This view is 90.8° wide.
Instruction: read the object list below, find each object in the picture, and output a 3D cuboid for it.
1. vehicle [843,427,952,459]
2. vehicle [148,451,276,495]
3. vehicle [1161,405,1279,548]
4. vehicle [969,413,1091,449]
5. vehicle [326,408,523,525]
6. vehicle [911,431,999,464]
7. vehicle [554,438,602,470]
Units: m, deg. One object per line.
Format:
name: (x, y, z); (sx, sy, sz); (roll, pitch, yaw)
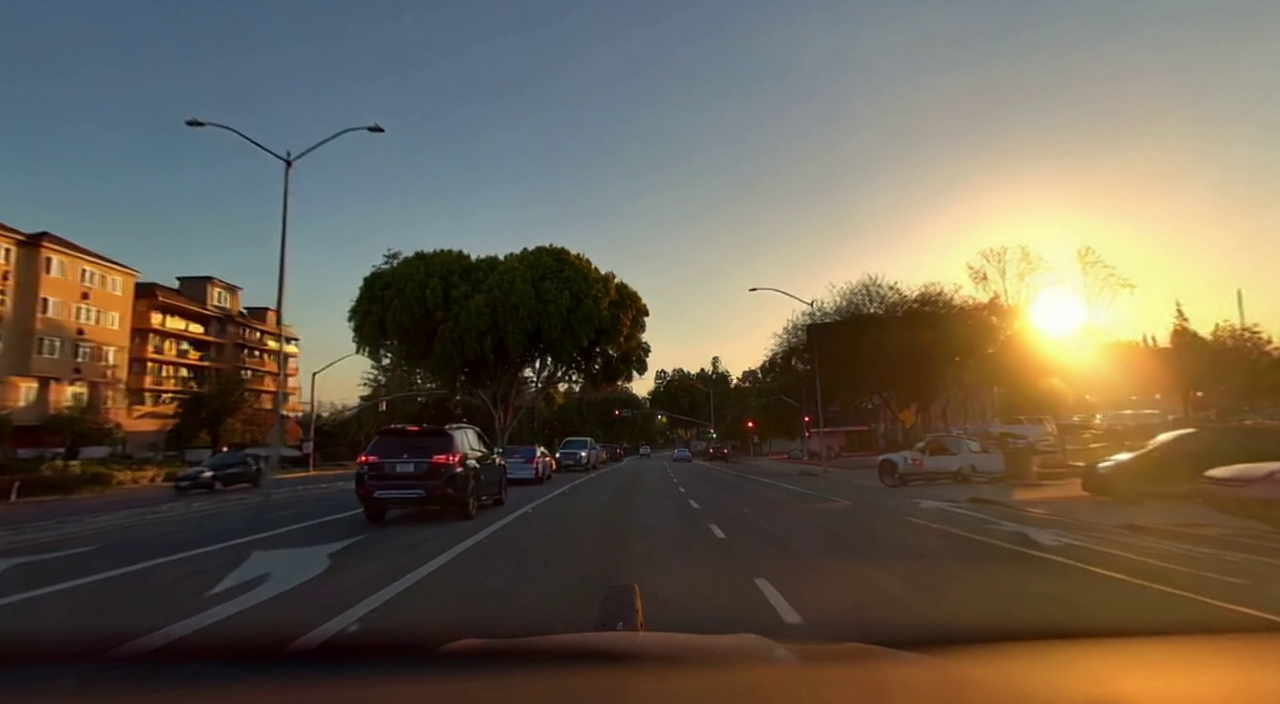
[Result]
vehicle: (15.601, 5.558, 38.514); (5.618, 1.857, 2.296); (0, -9, -2)
vehicle: (-15.979, 4.509, 23.895); (1.835, 1.448, 4.208); (0, -9, 0)
vehicle: (10.002, 1.570, 8.164); (4.399, 1.722, 2.202); (-3, -9, 18)
vehicle: (23.134, 4.739, 37.672); (5.656, 1.985, 2.187); (-1, -9, 3)
vehicle: (-3.970, 2.230, 12.786); (2.220, 1.888, 4.904); (0, -8, 0)
vehicle: (14.753, 4.503, 29.929); (1.865, 1.425, 4.439); (0, -8, 0)
vehicle: (-3.482, 5.822, 36.152); (2.180, 1.699, 4.485); (0, -8, 1)
